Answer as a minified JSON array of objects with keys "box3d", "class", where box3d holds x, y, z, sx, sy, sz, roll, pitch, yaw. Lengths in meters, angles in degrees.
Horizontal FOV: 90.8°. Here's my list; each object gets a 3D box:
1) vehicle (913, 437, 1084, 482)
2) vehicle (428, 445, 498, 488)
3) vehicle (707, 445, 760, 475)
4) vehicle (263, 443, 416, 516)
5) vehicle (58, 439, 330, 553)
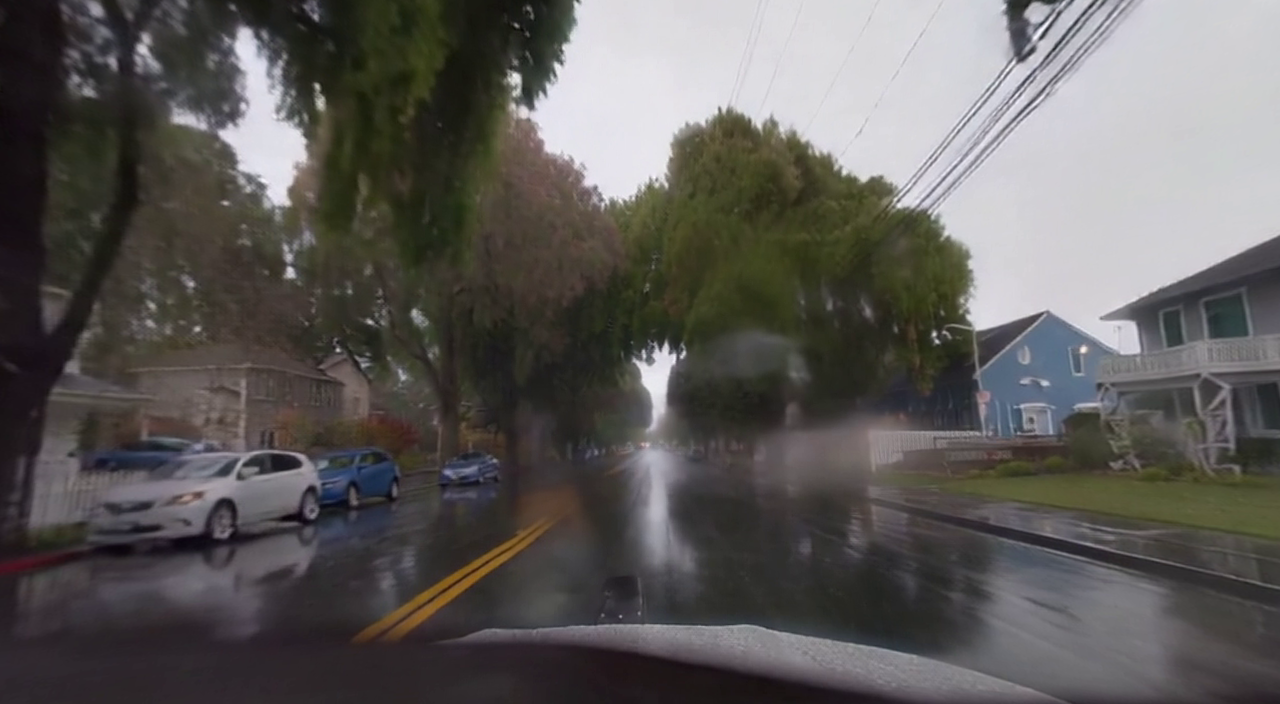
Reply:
[{"box3d":[12.399,3.728,22.150,4.716,1.480,2.023,0,-8,2],"class":"vehicle"},{"box3d":[-7.982,5.172,28.953,1.970,1.785,4.274,0,-8,0],"class":"vehicle"},{"box3d":[5.198,6.047,35.693,2.052,1.476,4.438,-2,-8,-3],"class":"vehicle"},{"box3d":[-8.062,3.412,17.488,1.913,1.723,4.318,-1,-8,3],"class":"vehicle"},{"box3d":[-8.227,2.621,12.373,1.975,1.775,4.509,0,-8,1],"class":"vehicle"}]
